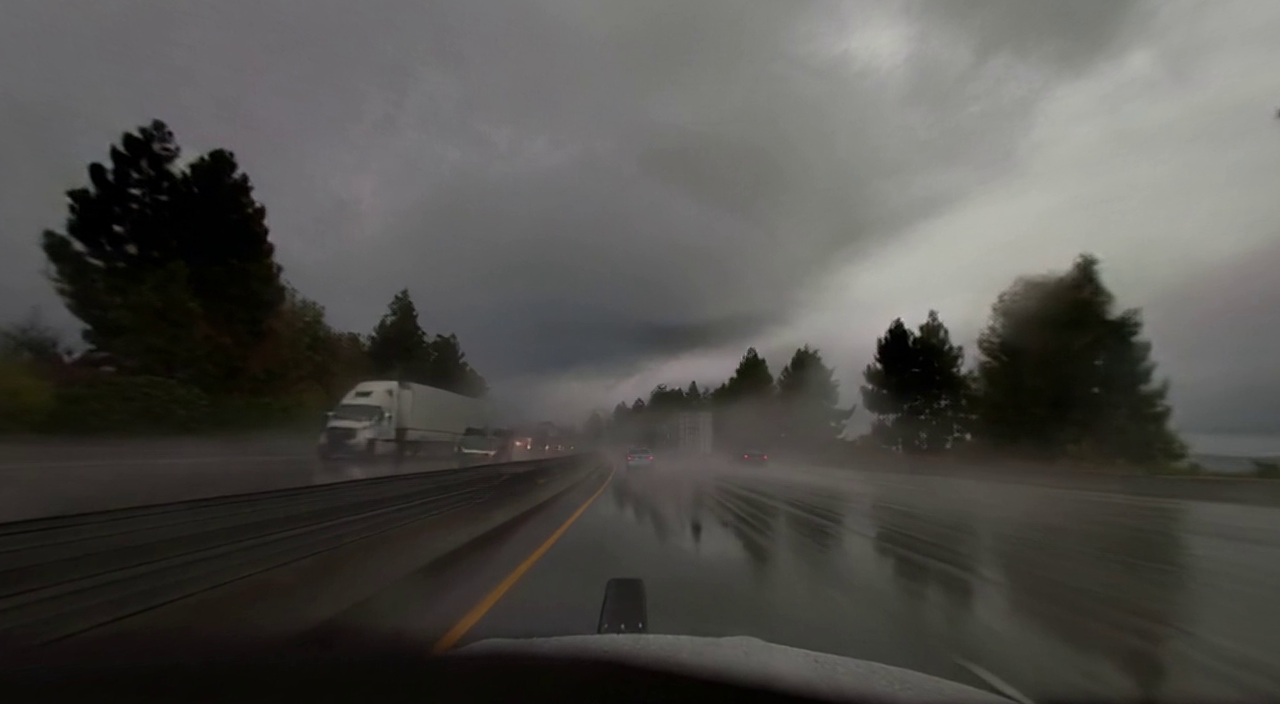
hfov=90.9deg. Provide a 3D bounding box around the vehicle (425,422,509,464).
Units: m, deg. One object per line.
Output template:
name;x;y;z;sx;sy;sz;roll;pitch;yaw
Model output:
vehicle;-7.984;4.322;29.801;2.382;1.802;5.288;0;-9;1

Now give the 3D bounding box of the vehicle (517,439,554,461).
vehicle;-7.414;6.991;44.987;1.928;1.473;4.170;0;-9;0

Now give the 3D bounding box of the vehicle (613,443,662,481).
vehicle;-0.138;4.998;28.875;2.111;1.599;3.859;0;-9;-1

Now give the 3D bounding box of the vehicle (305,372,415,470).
vehicle;-11.969;3.053;27.329;3.011;3.951;3.378;0;-9;0

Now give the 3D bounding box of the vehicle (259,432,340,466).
vehicle;-18.155;5.213;33.847;2.052;1.652;4.093;0;-9;0

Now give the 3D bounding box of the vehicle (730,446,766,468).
vehicle;8.472;8.260;49.656;1.902;1.652;3.995;0;-9;-3
